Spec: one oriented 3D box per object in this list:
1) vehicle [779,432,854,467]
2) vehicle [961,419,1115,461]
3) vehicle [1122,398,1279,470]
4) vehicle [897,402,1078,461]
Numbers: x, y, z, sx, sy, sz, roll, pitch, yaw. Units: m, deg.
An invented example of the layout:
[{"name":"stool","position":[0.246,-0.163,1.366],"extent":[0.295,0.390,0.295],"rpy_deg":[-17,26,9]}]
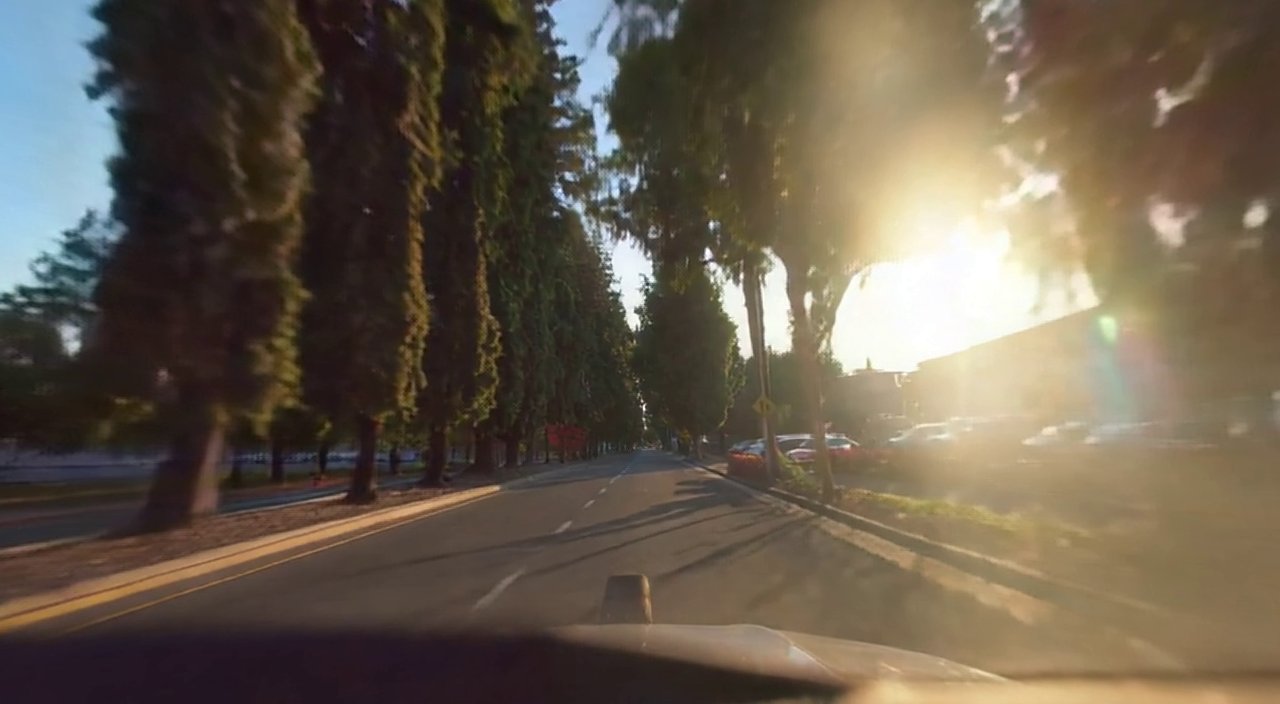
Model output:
[{"name":"vehicle","position":[8.159,4.580,29.658],"extent":[2.056,1.449,4.679],"rpy_deg":[-1,-9,-1]},{"name":"vehicle","position":[14.927,3.379,23.901],"extent":[4.631,1.384,1.906],"rpy_deg":[-7,-11,31]},{"name":"vehicle","position":[14.640,1.974,15.317],"extent":[4.387,1.532,1.930],"rpy_deg":[-9,-11,34]},{"name":"vehicle","position":[14.770,3.505,27.081],"extent":[6.247,2.094,2.436],"rpy_deg":[-10,-13,39]}]
